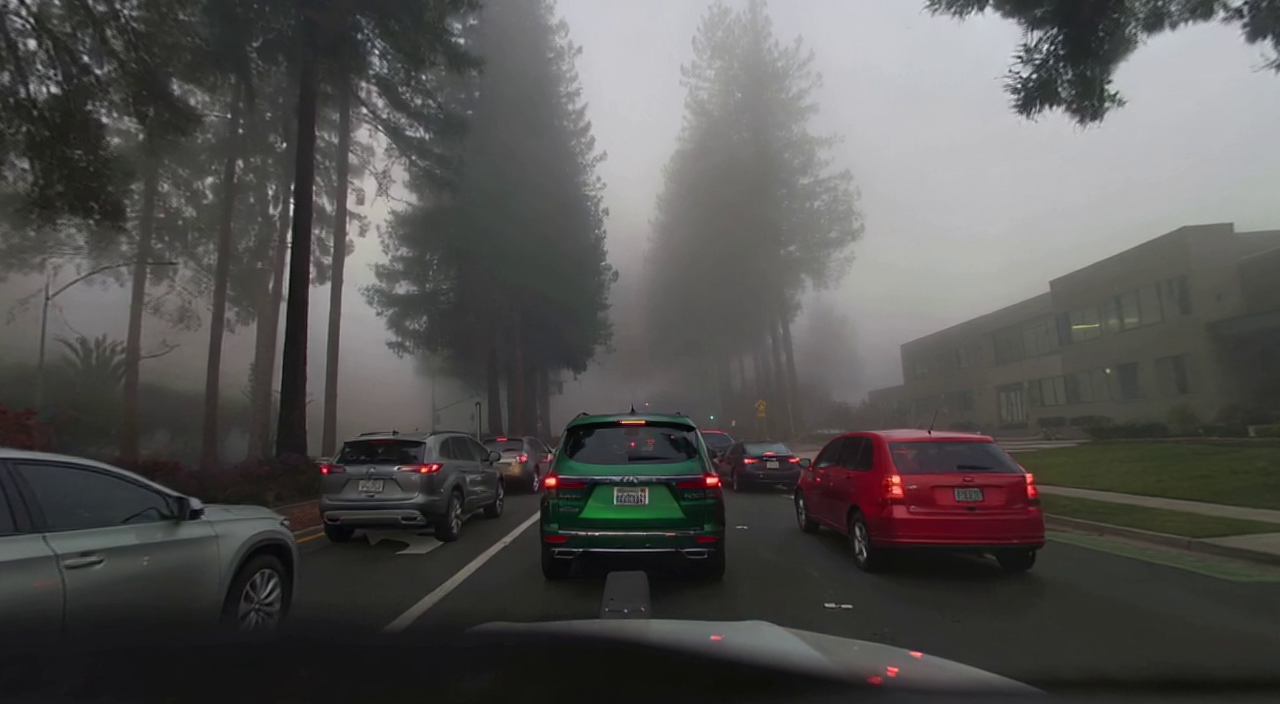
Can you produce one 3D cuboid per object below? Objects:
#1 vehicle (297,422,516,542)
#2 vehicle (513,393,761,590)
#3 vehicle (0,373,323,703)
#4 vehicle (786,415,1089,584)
[{"bbox_3d":[-3.662,2.117,10.918,2.042,1.641,4.314,0,-8,1],"label":"vehicle"},{"bbox_3d":[-0.010,1.535,7.695,2.193,1.744,4.033,0,-8,1],"label":"vehicle"},{"bbox_3d":[-3.782,0.995,3.298,1.929,1.641,4.193,0,-8,2],"label":"vehicle"},{"bbox_3d":[3.255,1.668,7.862,1.922,1.579,3.642,0,-8,-1],"label":"vehicle"}]
